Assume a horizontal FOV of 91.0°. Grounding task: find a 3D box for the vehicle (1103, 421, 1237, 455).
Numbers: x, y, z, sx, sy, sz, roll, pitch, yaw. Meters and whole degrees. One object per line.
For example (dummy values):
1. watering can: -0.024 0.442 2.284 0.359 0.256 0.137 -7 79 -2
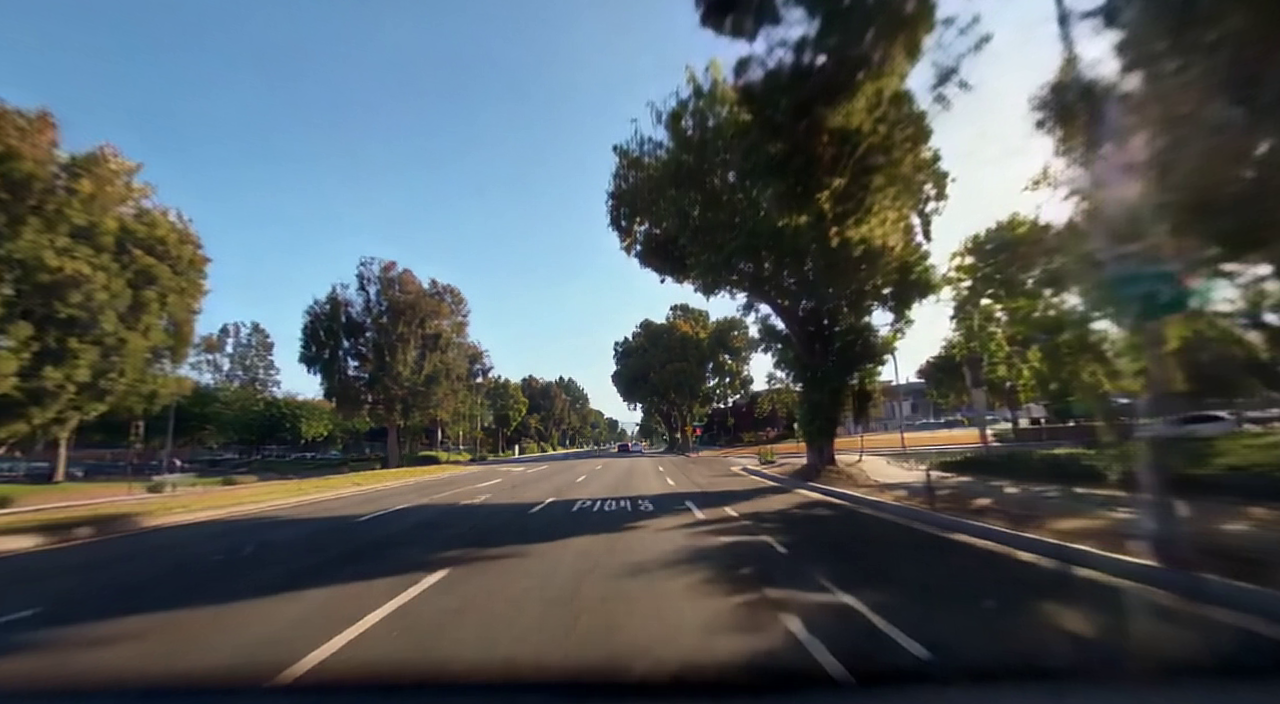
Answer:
1. vehicle: 24.870 4.126 29.860 1.907 1.444 5.150 0 -8 1
